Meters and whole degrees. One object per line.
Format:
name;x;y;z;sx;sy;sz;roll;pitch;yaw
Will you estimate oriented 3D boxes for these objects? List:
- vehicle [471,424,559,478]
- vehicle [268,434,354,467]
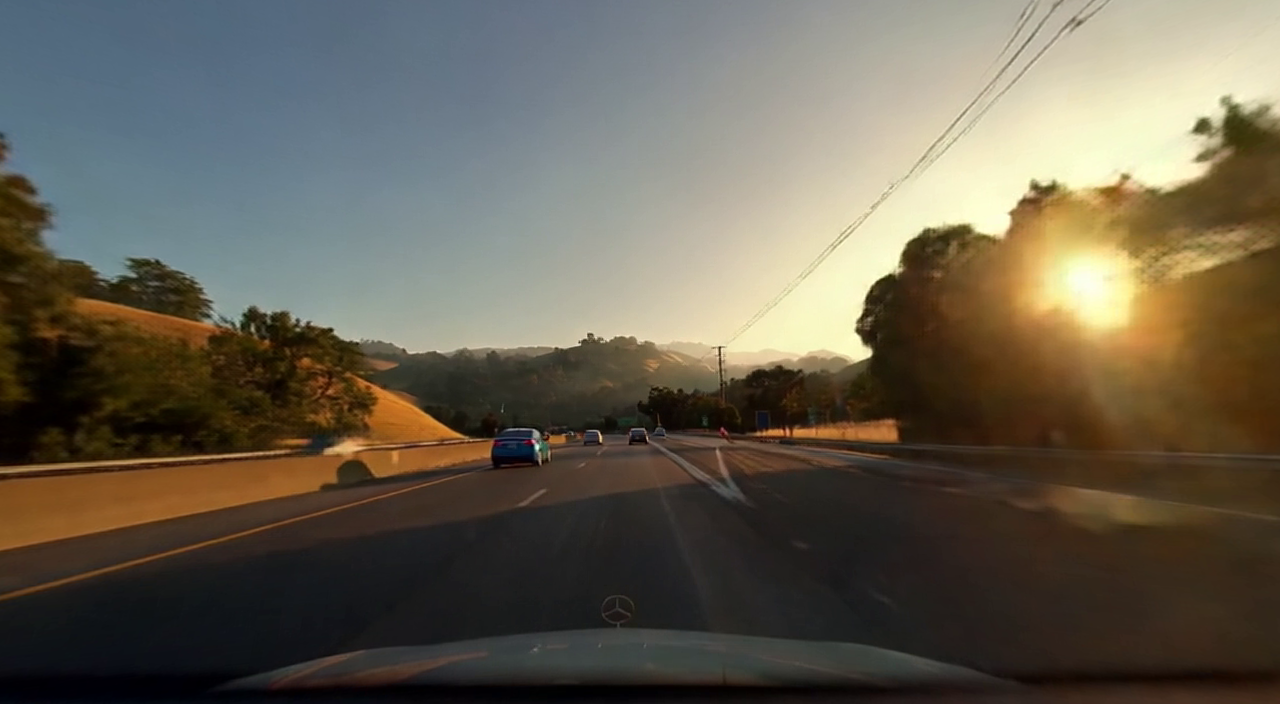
vehicle;-3.958;3.203;20.733;2.023;1.580;4.259;0;-8;0
vehicle;-16.449;4.919;31.708;1.892;1.530;4.482;0;-8;0
